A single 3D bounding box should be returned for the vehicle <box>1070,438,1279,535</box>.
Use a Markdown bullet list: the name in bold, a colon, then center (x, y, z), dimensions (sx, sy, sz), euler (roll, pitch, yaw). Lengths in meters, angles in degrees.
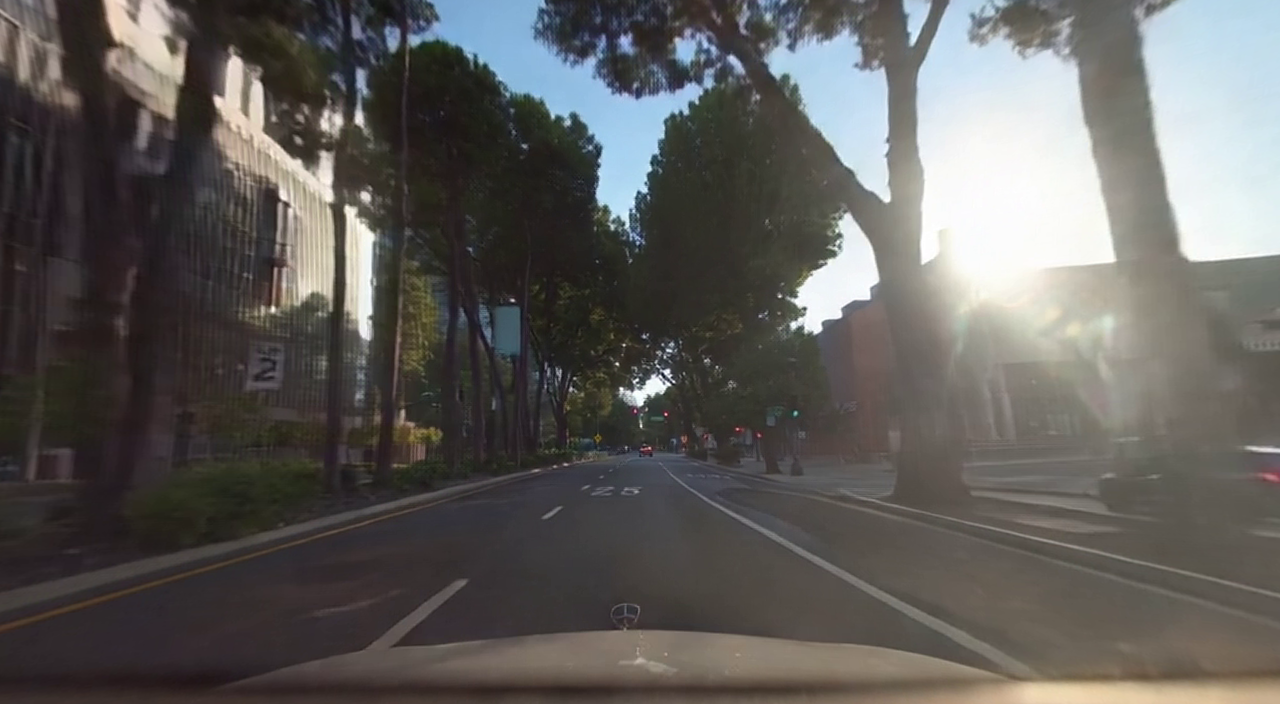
- **vehicle**: center (10.952, 2.437, 12.162), dimensions (2.043, 1.491, 4.627), euler (0, -9, 0)
